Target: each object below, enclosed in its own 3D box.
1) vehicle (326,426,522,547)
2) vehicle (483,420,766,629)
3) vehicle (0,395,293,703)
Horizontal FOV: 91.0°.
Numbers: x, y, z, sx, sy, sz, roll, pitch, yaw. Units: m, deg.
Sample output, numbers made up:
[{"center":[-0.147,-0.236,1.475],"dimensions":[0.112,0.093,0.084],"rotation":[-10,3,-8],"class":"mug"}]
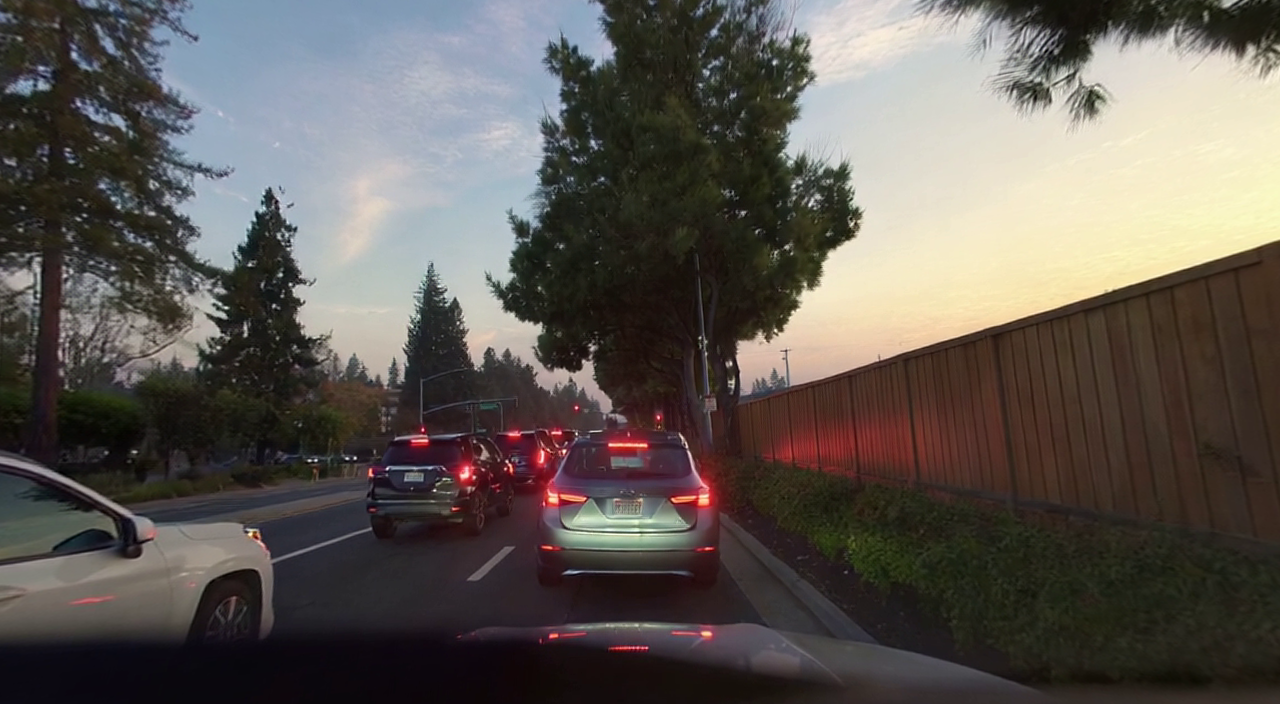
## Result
[{"center":[-3.225,2.062,10.255],"dimensions":[1.850,1.582,3.688],"rotation":[0,-8,0],"class":"vehicle"},{"center":[-0.139,1.507,6.445],"dimensions":[1.995,1.460,3.865],"rotation":[0,-8,-1],"class":"vehicle"},{"center":[-3.180,0.829,1.572],"dimensions":[1.980,1.520,4.636],"rotation":[0,-8,0],"class":"vehicle"}]
